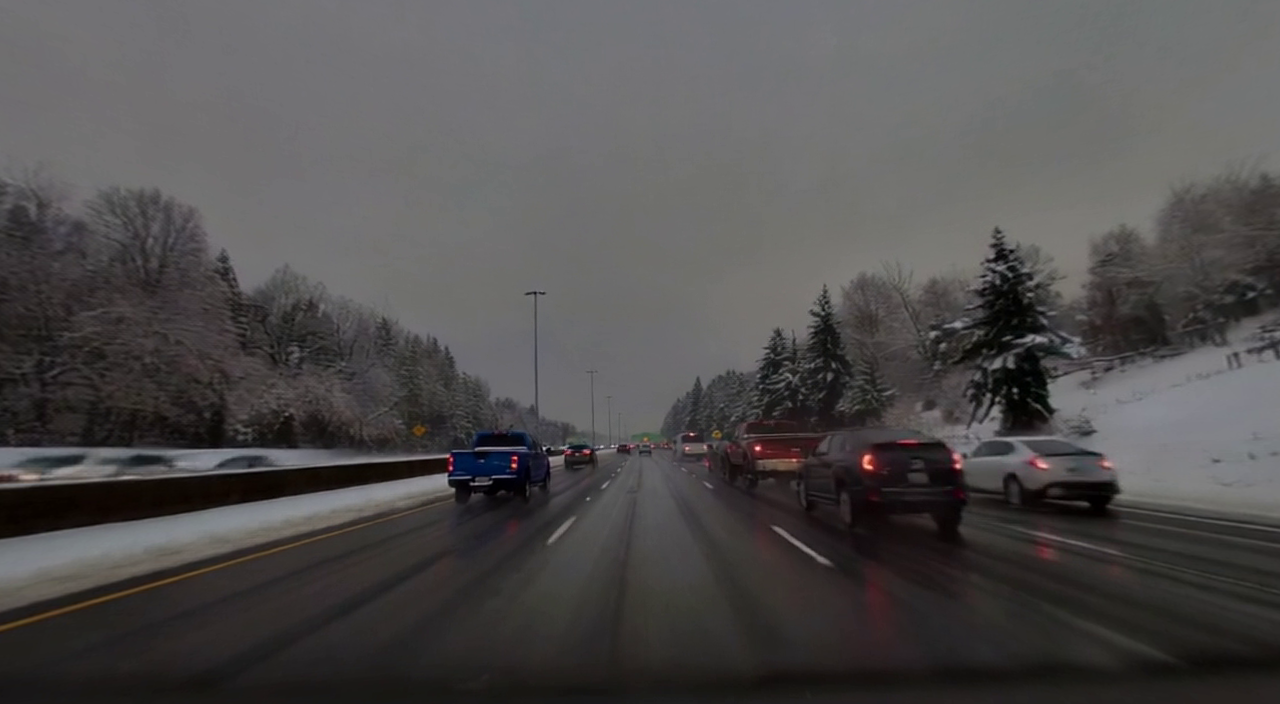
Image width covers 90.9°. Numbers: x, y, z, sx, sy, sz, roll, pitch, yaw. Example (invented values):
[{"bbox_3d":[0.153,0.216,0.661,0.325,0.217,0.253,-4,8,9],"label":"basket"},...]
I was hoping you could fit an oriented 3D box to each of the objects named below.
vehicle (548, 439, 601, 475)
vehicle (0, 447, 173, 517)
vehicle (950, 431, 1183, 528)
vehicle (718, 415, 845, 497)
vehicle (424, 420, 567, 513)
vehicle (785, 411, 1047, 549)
[{"bbox_3d":[-3.155,5.146,31.316,1.974,1.589,5.047,-1,-8,1],"label":"vehicle"},{"bbox_3d":[-15.973,3.545,17.824,1.947,1.648,4.637,-1,-8,1],"label":"vehicle"},{"bbox_3d":[7.405,2.207,11.465,1.682,1.455,3.630,-1,-8,0],"label":"vehicle"},{"bbox_3d":[3.906,3.024,18.713,2.395,2.017,5.709,0,-8,0],"label":"vehicle"},{"bbox_3d":[-3.064,2.566,14.595,2.139,1.764,4.707,-1,-8,1],"label":"vehicle"},{"bbox_3d":[3.976,1.931,10.274,2.023,1.670,4.869,0,-8,0],"label":"vehicle"}]
